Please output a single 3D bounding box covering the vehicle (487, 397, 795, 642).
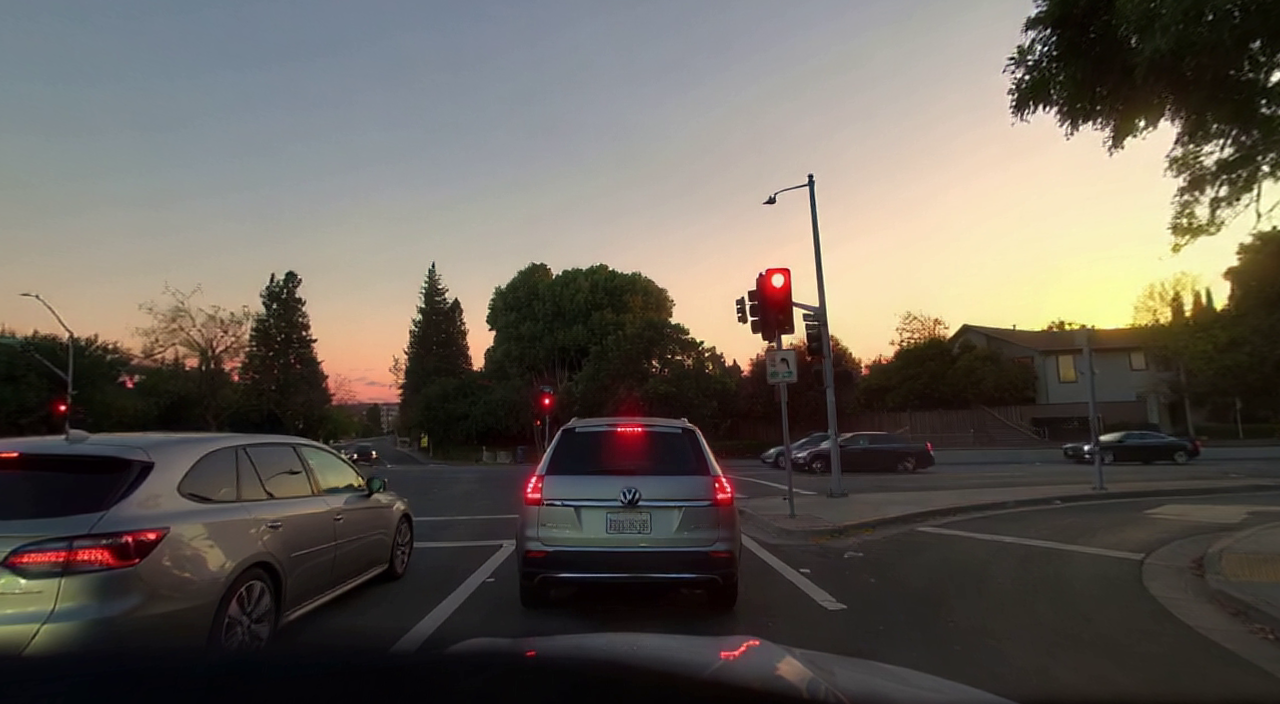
[{"bbox_3d":[-0.134,1.468,6.555,2.154,1.670,4.140,1,-9,-4],"label":"vehicle"}]

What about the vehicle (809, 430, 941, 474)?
[{"bbox_3d":[9.945,4.281,27.086,4.887,1.769,2.035,-1,-9,6],"label":"vehicle"}]

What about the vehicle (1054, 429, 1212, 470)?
[{"bbox_3d":[20.130,4.000,25.985,4.670,1.616,1.926,-1,-9,6],"label":"vehicle"}]

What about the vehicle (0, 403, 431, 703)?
[{"bbox_3d":[-3.283,1.277,4.714,2.035,1.492,4.415,0,-9,-2],"label":"vehicle"}]
